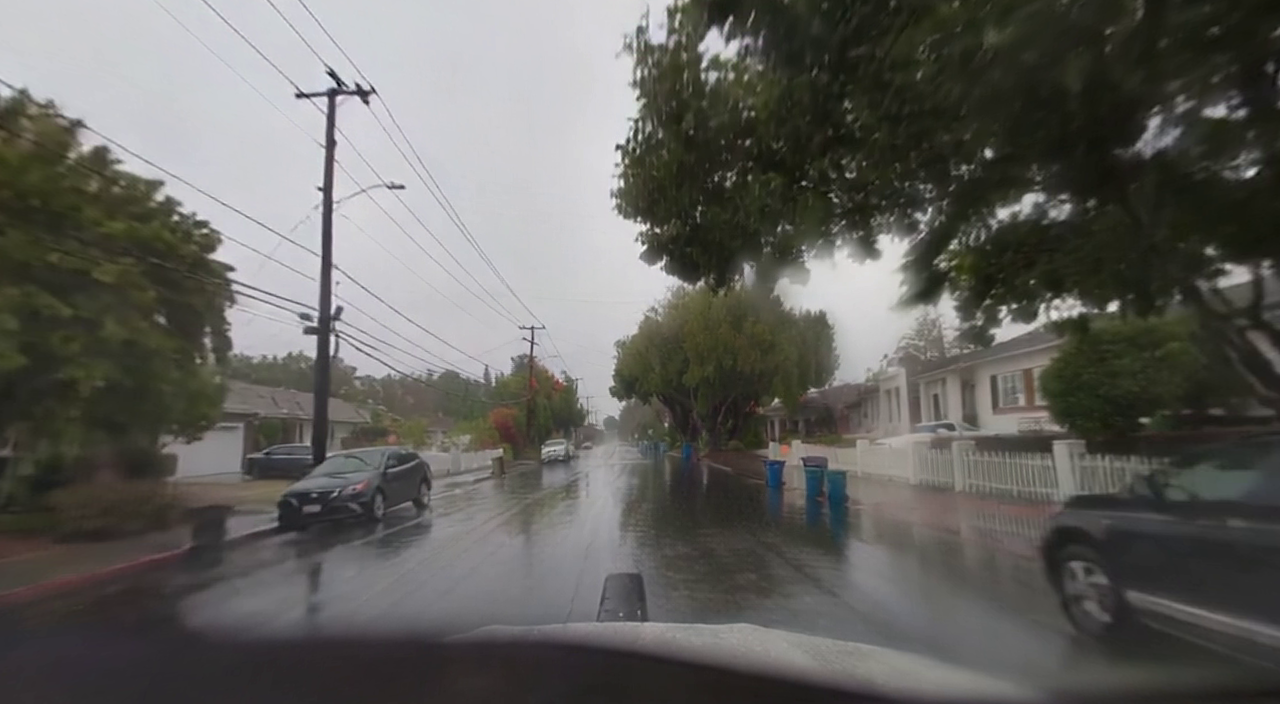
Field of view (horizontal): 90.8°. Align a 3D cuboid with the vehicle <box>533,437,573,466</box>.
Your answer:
[{"bbox_3d":[-6.471,7.450,47.519,2.240,1.940,5.429,-2,-9,-1],"label":"vehicle"}]

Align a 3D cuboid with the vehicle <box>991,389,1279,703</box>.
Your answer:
[{"bbox_3d":[4.045,1.004,3.276,2.020,1.558,3.925,1,-8,-3],"label":"vehicle"}]

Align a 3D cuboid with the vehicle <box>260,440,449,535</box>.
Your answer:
[{"bbox_3d":[-6.034,2.857,14.214,1.954,1.551,5.128,-3,-7,-1],"label":"vehicle"}]

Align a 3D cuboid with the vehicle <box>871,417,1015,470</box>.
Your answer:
[{"bbox_3d":[11.077,3.432,23.444,4.293,1.657,1.961,-4,-10,9],"label":"vehicle"}]
